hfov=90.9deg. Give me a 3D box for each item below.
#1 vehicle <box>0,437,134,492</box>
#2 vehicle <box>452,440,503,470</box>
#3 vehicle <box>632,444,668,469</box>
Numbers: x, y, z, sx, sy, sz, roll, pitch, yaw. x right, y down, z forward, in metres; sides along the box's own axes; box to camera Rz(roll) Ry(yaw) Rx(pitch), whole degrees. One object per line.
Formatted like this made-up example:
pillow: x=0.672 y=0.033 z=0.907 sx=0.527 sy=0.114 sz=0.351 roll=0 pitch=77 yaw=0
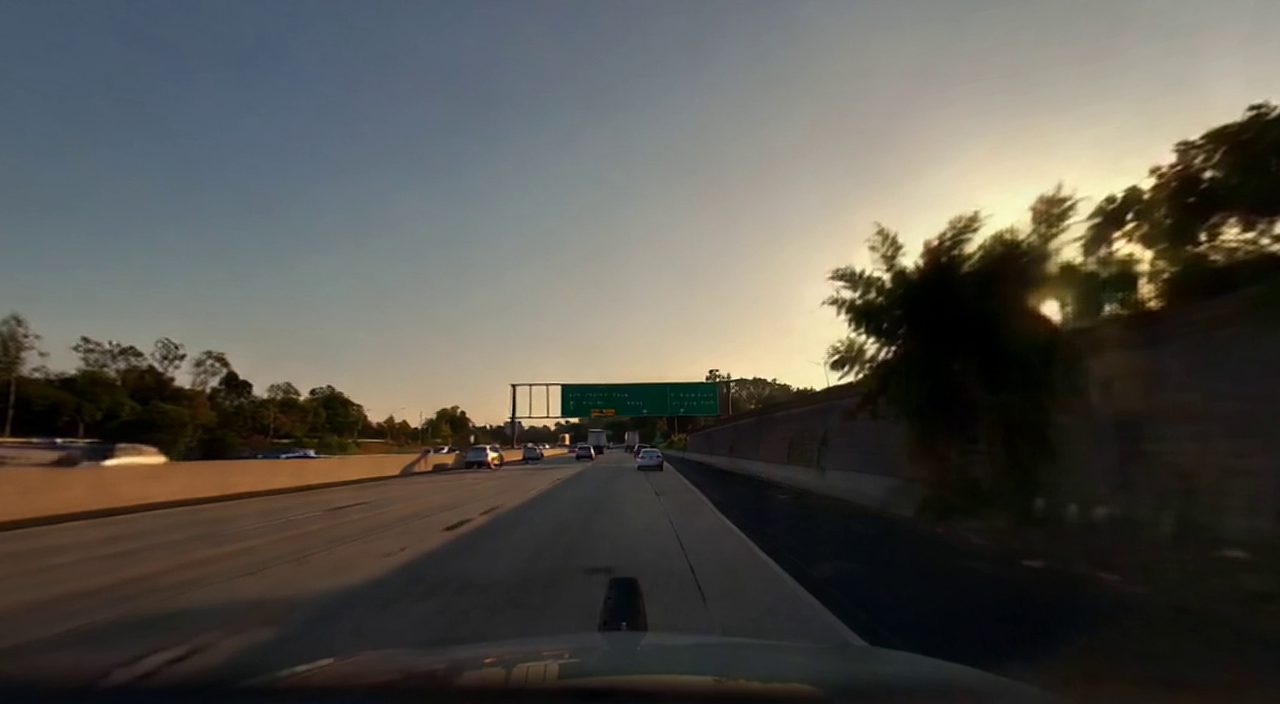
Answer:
vehicle: x=-19.307 y=3.602 z=20.568 sx=1.870 sy=1.567 sz=4.567 roll=0 pitch=-8 yaw=-1
vehicle: x=-9.339 y=5.909 z=36.520 sx=1.954 sy=1.605 sz=4.023 roll=0 pitch=-8 yaw=-1
vehicle: x=0.605 y=6.484 z=39.272 sx=2.137 sy=1.461 sz=3.999 roll=-1 pitch=-8 yaw=1
